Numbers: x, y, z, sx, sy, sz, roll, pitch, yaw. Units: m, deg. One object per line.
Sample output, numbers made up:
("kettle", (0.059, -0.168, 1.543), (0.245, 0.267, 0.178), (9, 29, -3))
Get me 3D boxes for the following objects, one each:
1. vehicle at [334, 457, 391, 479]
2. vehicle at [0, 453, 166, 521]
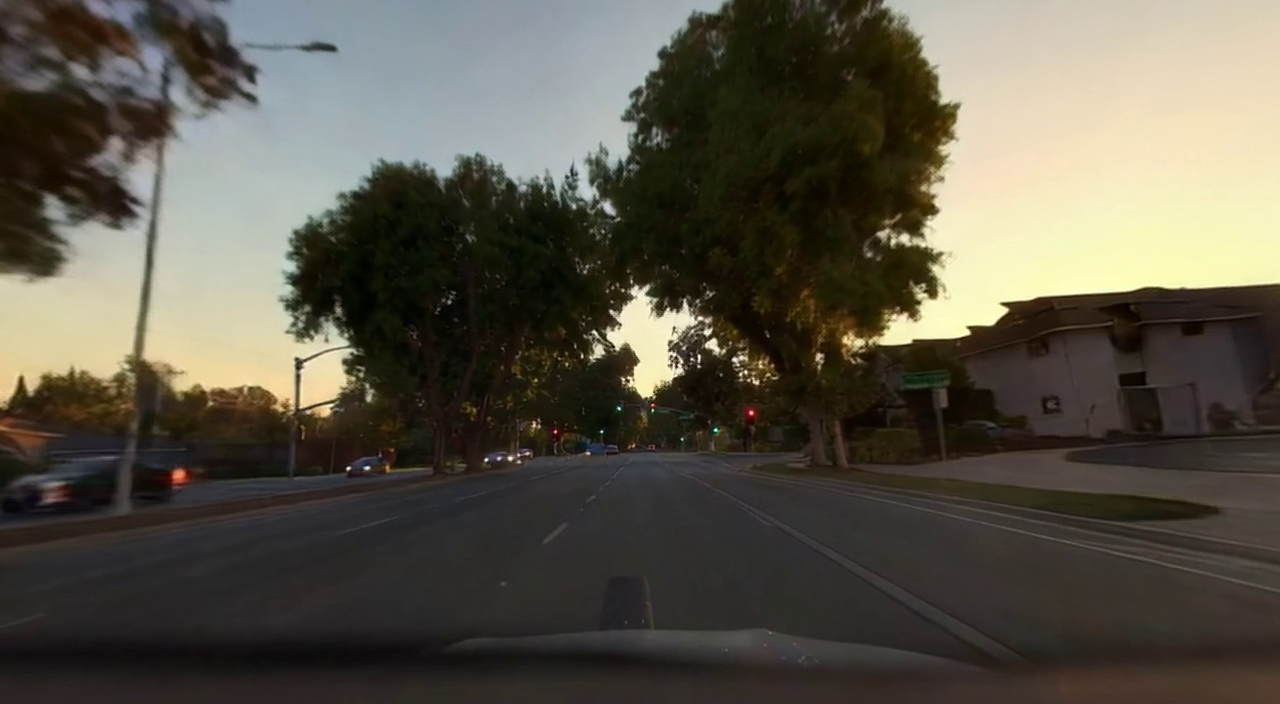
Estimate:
("vehicle", (-20.368, 8.534, 46.543), (2.035, 1.453, 4.600), (0, -9, 1))
("vehicle", (-16.669, 3.893, 18.672), (1.935, 1.686, 4.202), (-3, -9, 0))
